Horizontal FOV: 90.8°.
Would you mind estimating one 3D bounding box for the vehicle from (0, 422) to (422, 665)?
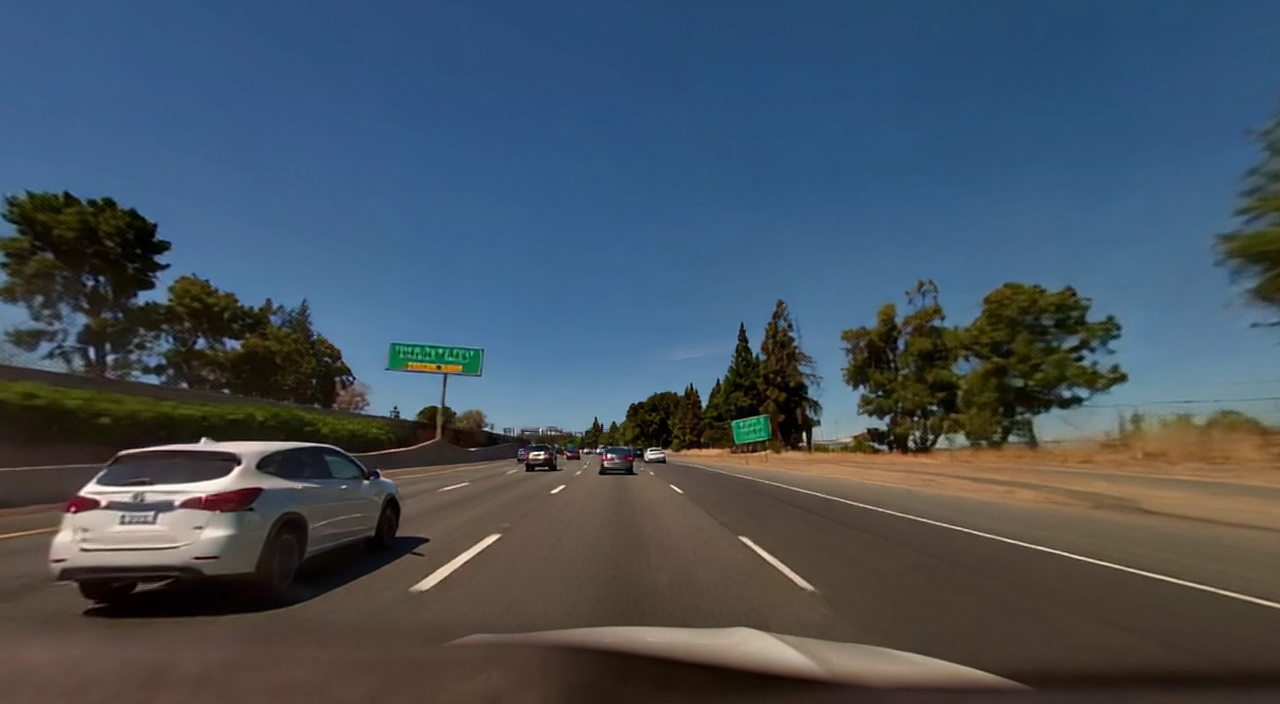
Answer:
[{"bbox_3d":[-4.128,1.563,6.456,2.049,1.482,4.981,0,-9,0],"label":"vehicle"}]

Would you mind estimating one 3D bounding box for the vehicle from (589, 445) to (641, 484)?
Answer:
[{"bbox_3d":[-1.062,4.516,25.746,1.947,1.437,4.345,0,-9,-4],"label":"vehicle"}]

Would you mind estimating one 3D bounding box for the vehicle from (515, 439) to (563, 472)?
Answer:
[{"bbox_3d":[-5.662,5.891,36.093,2.244,1.755,4.417,0,-9,-3],"label":"vehicle"}]

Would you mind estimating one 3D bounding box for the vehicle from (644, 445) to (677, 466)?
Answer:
[{"bbox_3d":[1.480,7.619,46.697,2.021,1.447,3.985,0,-9,-4],"label":"vehicle"}]
